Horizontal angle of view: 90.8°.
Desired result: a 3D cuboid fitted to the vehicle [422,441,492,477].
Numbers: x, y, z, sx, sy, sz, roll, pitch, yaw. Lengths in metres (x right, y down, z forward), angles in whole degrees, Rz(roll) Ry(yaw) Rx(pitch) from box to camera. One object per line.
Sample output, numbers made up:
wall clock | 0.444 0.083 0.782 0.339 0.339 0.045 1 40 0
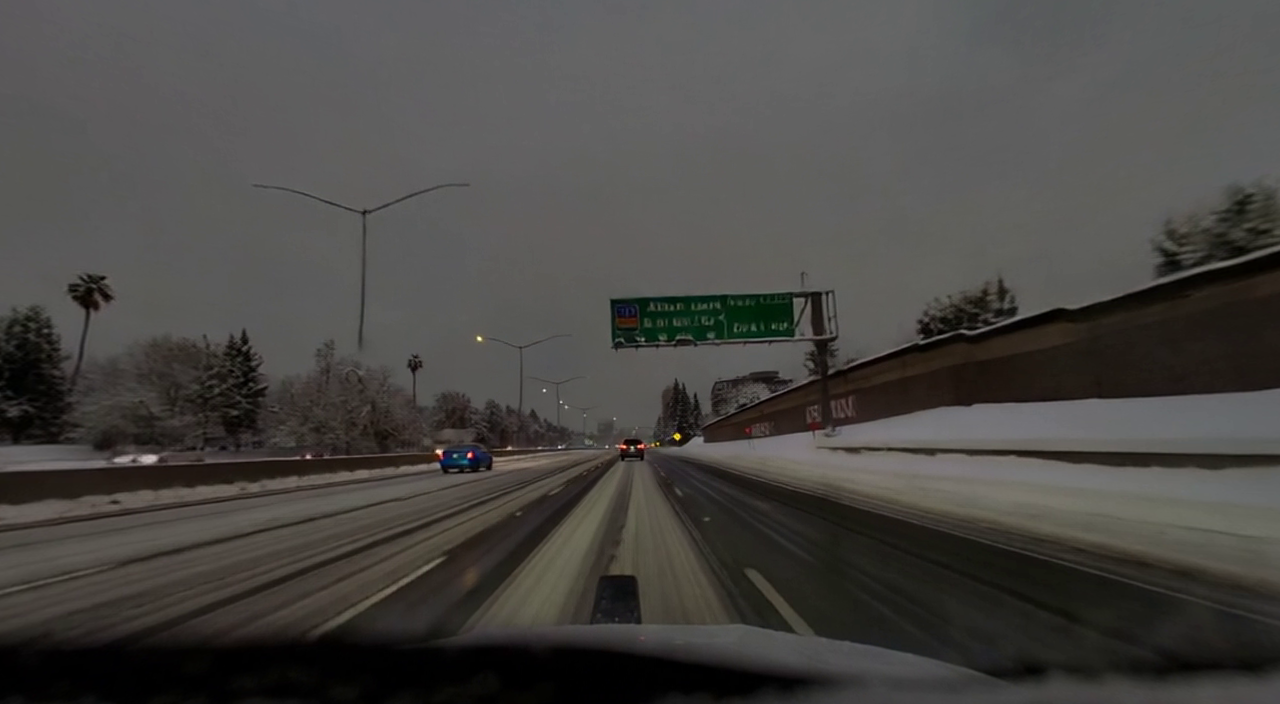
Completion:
vehicle | -8.487 4.984 29.770 1.971 1.552 4.465 0 -9 0

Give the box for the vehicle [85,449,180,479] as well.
vehicle | -26.225 5.771 32.807 1.775 1.422 3.843 0 -9 -1
